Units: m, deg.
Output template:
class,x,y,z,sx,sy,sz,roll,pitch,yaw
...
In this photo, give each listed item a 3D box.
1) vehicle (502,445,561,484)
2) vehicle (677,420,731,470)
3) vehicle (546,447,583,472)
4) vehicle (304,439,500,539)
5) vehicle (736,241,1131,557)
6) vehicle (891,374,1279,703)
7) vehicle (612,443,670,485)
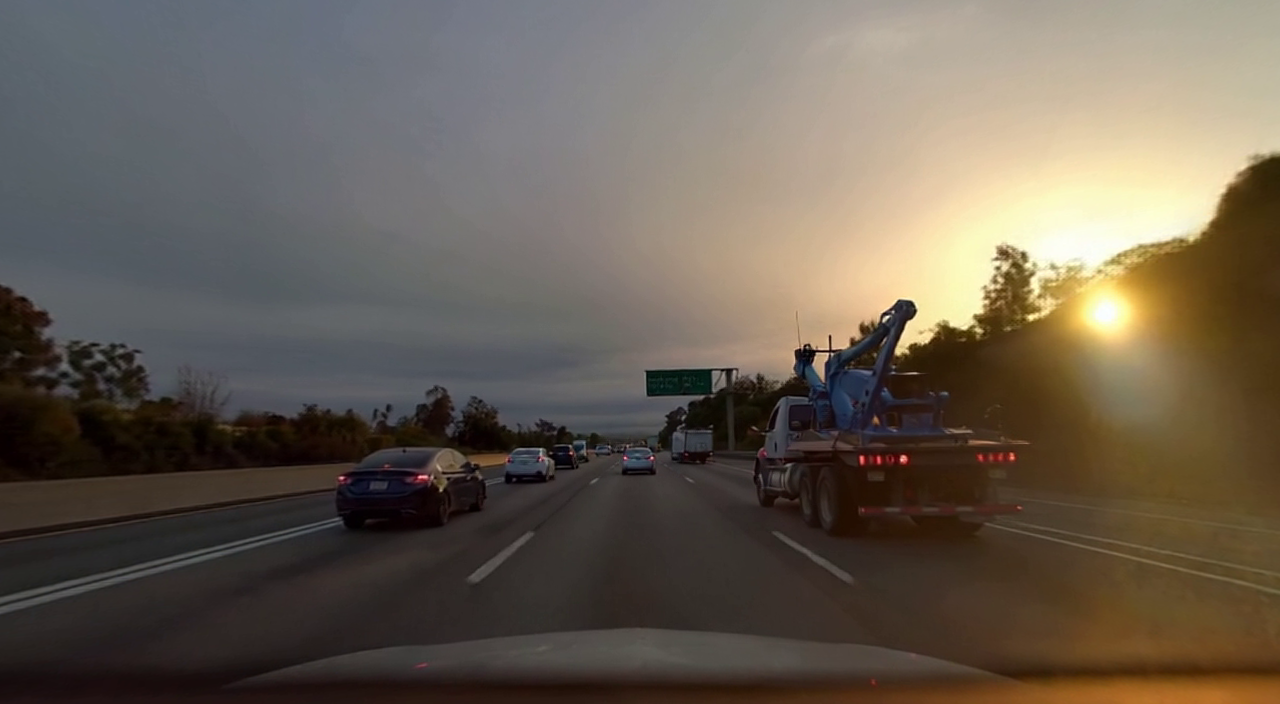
class,x,y,z,sx,sy,sz,roll,pitch,yaw
vehicle,-4.598,4.812,27.131,1.858,1.527,3.974,0,-9,0
vehicle,3.879,5.905,39.459,2.416,2.829,7.016,0,-9,-2
vehicle,-4.814,6.956,40.611,1.924,1.481,4.264,0,-9,-1
vehicle,-4.202,2.483,12.068,1.880,1.507,4.757,0,-9,1
vehicle,3.923,1.123,11.377,2.975,3.618,8.456,0,-9,0
vehicle,4.076,1.100,3.924,2.599,1.631,5.693,0,-9,-1
vehicle,-0.020,4.431,25.038,2.150,1.498,3.988,0,-9,-2
